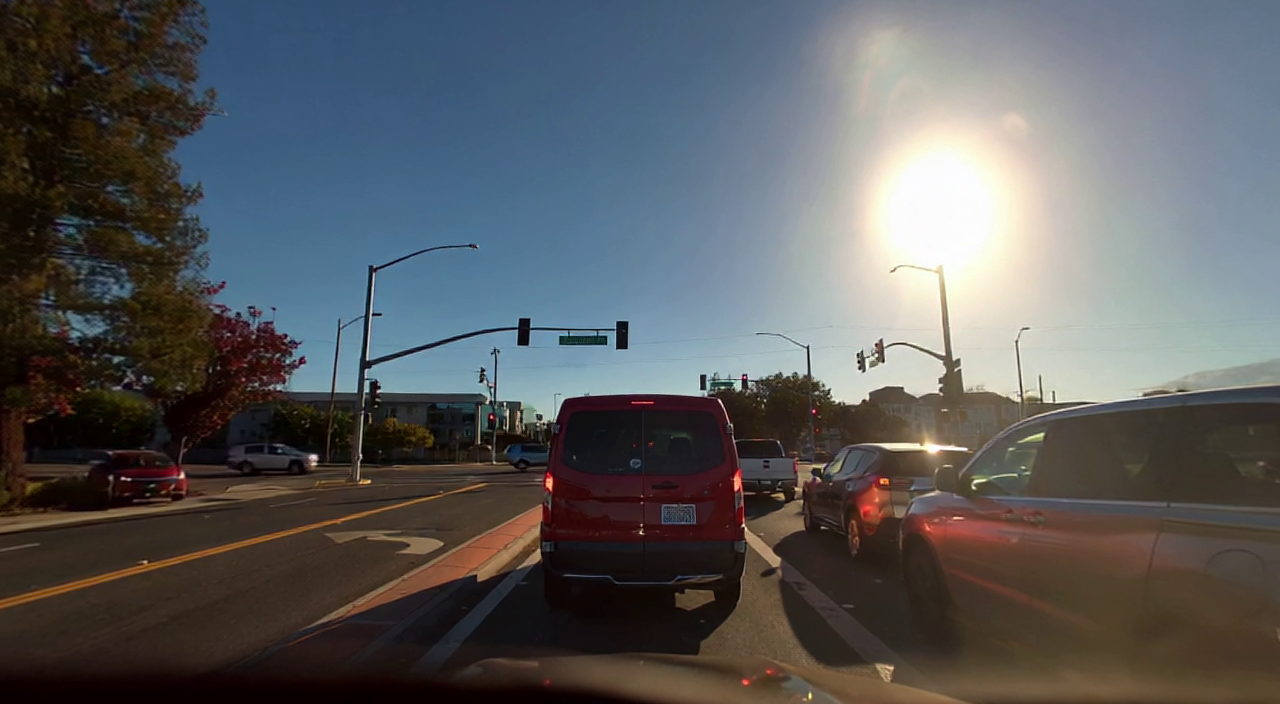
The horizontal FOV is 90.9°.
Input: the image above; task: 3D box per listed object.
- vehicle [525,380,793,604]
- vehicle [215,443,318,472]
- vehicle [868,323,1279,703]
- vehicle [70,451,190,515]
[{"bbox_3d":[0.174,1.467,7.432,2.185,1.822,4.391,0,-8,1],"label":"vehicle"},{"bbox_3d":[-20.952,5.920,35.514,4.498,1.547,1.886,1,-8,-7],"label":"vehicle"},{"bbox_3d":[2.897,0.951,3.173,1.971,1.663,4.287,0,-8,2],"label":"vehicle"},{"bbox_3d":[-15.374,3.811,18.908,4.654,1.488,2.023,-8,-6,41],"label":"vehicle"}]
